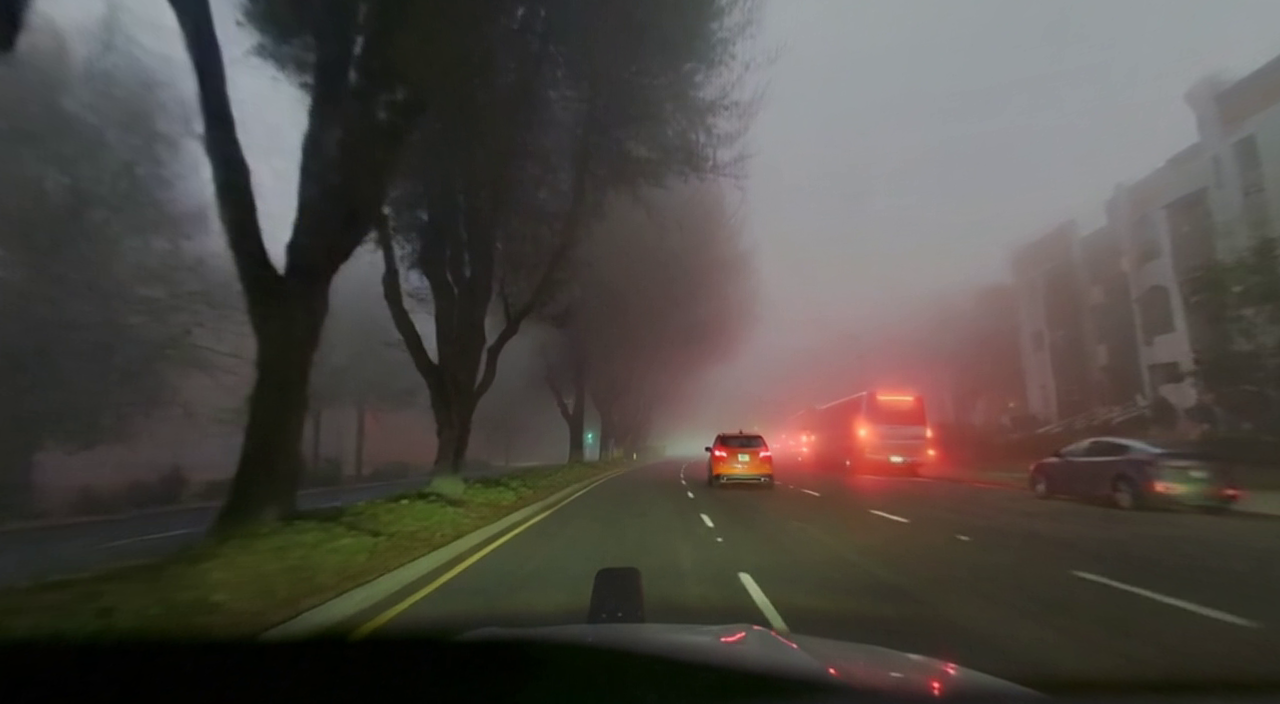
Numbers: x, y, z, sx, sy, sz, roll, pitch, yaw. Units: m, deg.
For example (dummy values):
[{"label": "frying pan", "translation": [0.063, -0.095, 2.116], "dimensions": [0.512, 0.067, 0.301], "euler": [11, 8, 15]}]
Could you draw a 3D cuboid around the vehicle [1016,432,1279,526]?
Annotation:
[{"label": "vehicle", "translation": [9.979, 2.444, 12.834], "dimensions": [1.870, 1.504, 4.823], "euler": [0, -8, 2]}]

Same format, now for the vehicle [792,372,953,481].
[{"label": "vehicle", "translation": [11.082, 4.199, 33.409], "dimensions": [2.887, 4.158, 18.418], "euler": [-1, -8, 4]}]

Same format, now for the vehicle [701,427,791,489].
[{"label": "vehicle", "translation": [3.329, 3.455, 20.839], "dimensions": [2.215, 1.812, 4.569], "euler": [0, -9, 1]}]
